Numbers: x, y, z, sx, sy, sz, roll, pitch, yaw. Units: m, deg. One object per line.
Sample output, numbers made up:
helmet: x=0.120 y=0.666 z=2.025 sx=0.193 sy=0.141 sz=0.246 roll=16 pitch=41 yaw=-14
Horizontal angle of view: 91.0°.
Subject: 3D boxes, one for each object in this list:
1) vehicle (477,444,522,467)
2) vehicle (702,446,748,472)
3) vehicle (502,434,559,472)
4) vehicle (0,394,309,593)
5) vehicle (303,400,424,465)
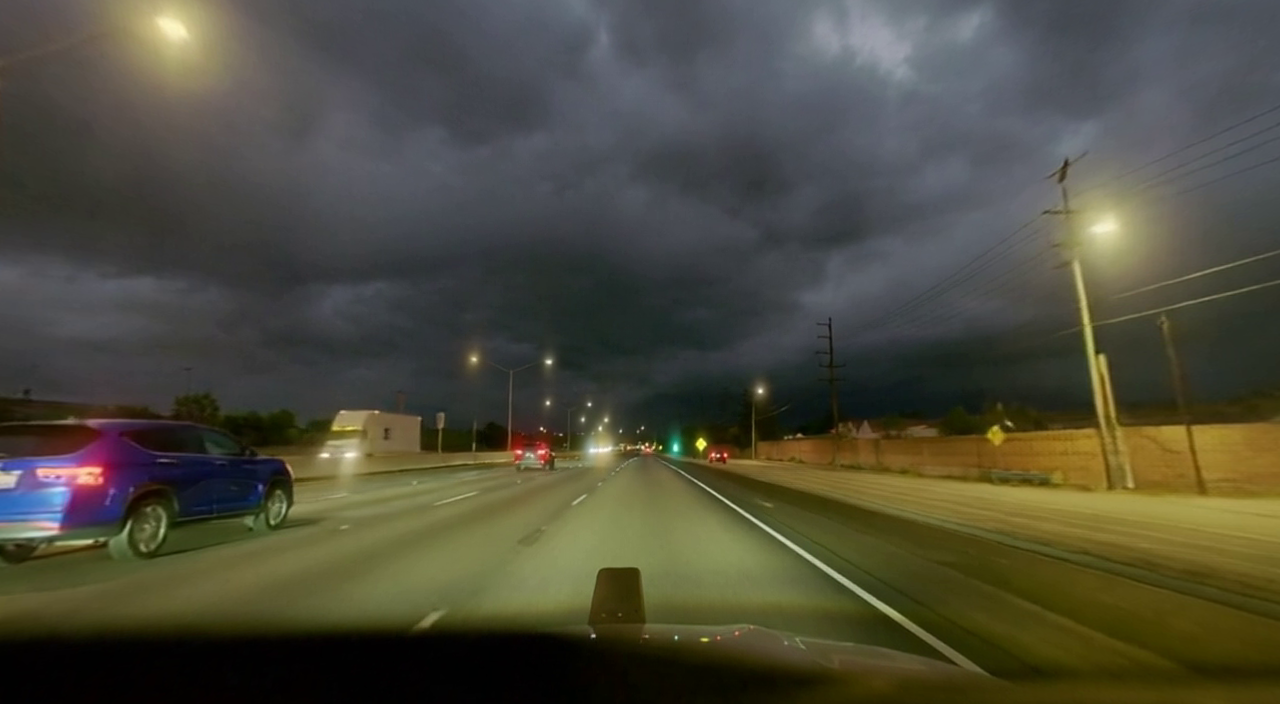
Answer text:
vehicle: x=-9.774 y=7.226 z=44.000 sx=2.042 sy=1.485 sz=4.395 roll=1 pitch=-9 yaw=1
vehicle: x=5.237 y=6.667 z=39.430 sx=2.251 sy=1.520 sz=4.550 roll=1 pitch=-9 yaw=-1
vehicle: x=-6.061 y=5.684 z=35.498 sx=2.255 sy=1.934 sz=4.868 roll=1 pitch=-9 yaw=1
vehicle: x=-6.404 y=1.556 z=7.773 sx=2.058 sy=1.698 sz=4.567 roll=1 pitch=-9 yaw=1
vehicle: x=-18.842 y=5.797 z=44.144 sx=3.188 sy=3.921 sz=11.276 roll=1 pitch=-9 yaw=1
